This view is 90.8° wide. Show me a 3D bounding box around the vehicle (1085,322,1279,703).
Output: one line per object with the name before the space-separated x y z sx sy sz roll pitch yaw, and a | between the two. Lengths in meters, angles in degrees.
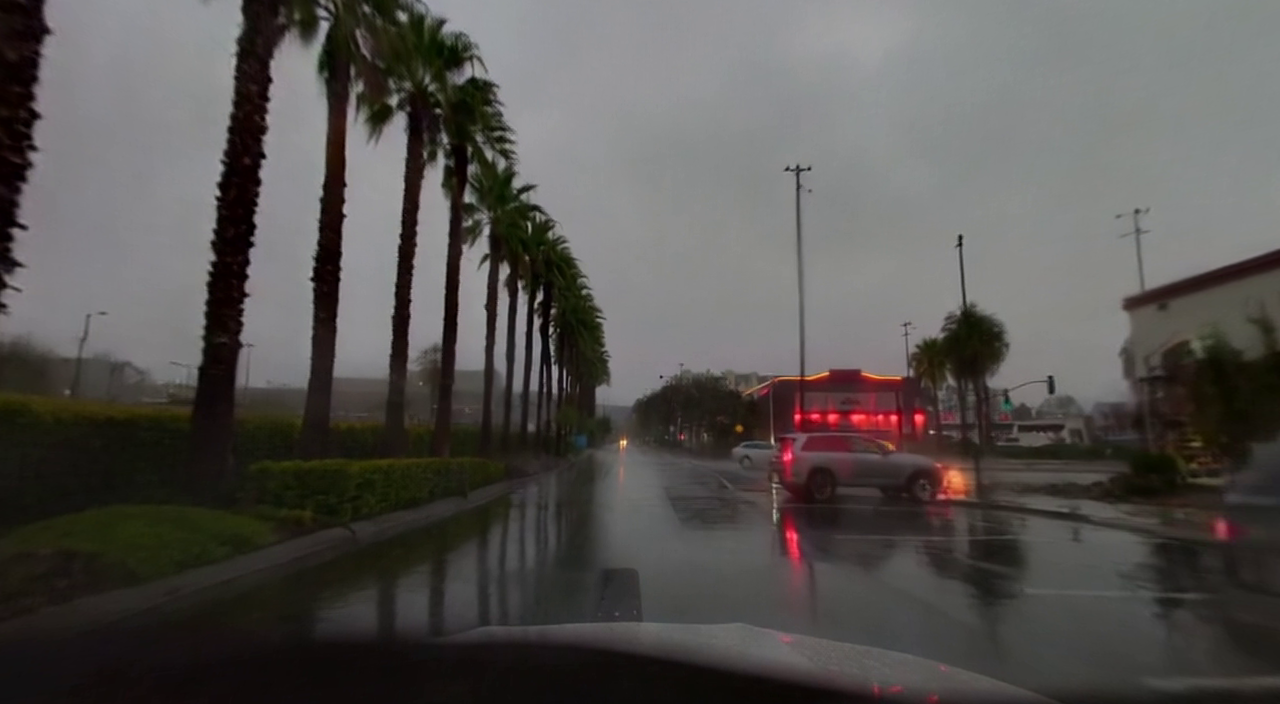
vehicle | 5.553 0.865 3.021 5.491 1.843 2.103 2 -10 -8

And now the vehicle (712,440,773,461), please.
vehicle | 7.693 7.455 47.804 4.287 1.519 1.753 0 -9 -2

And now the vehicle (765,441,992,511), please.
vehicle | 5.687 2.959 15.445 4.742 1.506 1.919 0 -7 -5
